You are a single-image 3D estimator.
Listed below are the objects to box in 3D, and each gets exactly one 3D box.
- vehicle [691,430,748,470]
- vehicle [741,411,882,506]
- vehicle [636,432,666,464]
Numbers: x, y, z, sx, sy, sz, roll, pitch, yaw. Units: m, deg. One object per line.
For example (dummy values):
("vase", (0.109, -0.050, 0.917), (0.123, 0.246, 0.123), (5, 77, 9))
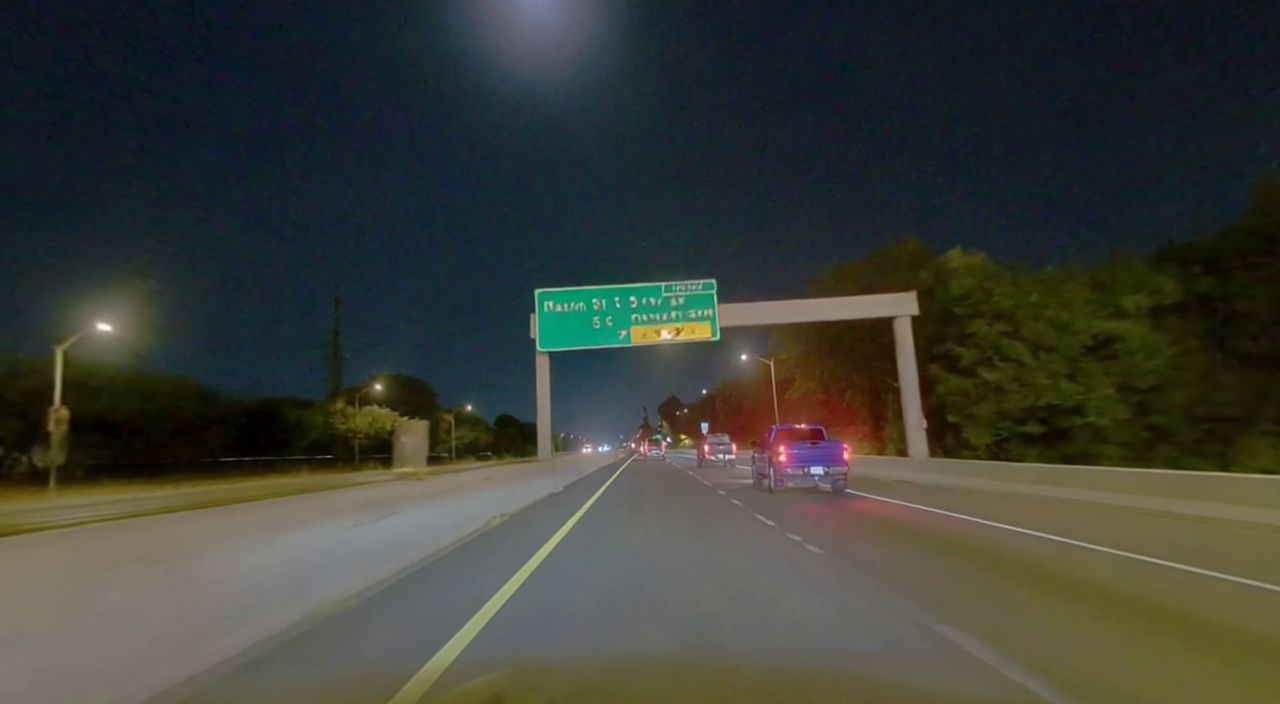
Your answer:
("vehicle", (4.587, 5.755, 37.281), (2.594, 2.155, 5.670), (0, -8, 0))
("vehicle", (4.184, 2.712, 16.452), (2.145, 2.069, 5.057), (0, -8, -1))
("vehicle", (0.790, 7.289, 47.899), (2.099, 2.260, 4.899), (0, -8, -1))
